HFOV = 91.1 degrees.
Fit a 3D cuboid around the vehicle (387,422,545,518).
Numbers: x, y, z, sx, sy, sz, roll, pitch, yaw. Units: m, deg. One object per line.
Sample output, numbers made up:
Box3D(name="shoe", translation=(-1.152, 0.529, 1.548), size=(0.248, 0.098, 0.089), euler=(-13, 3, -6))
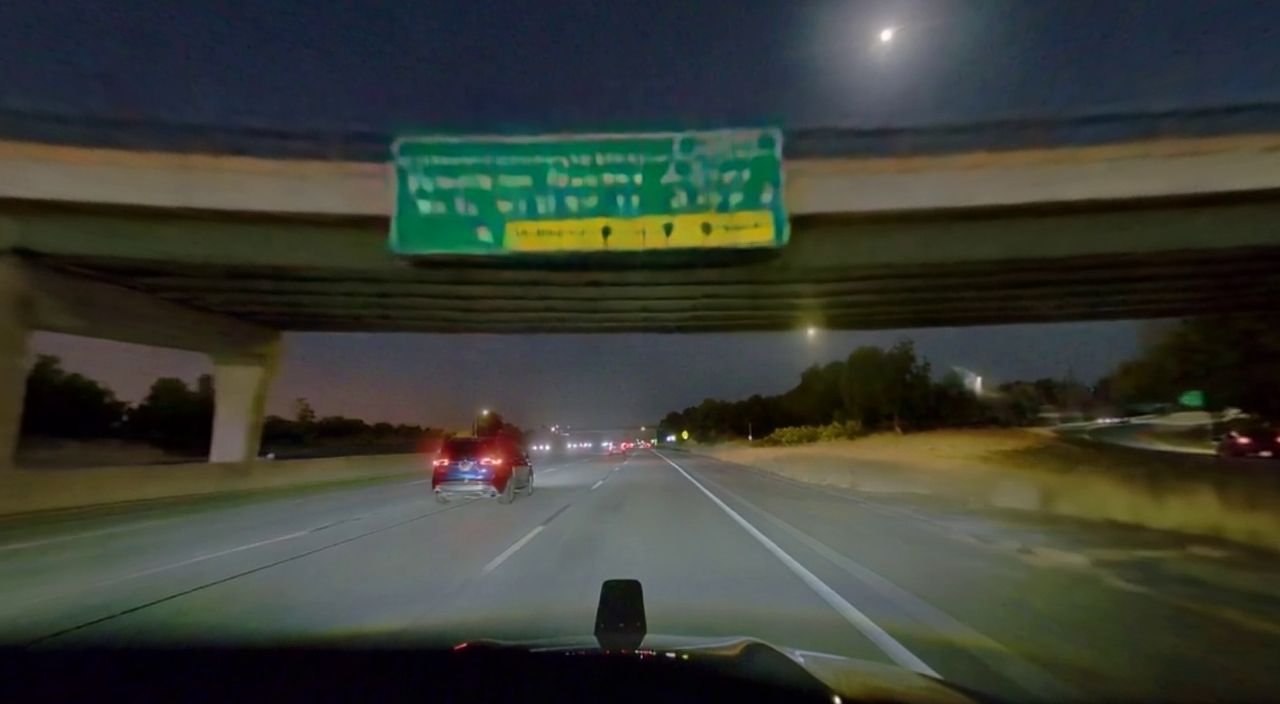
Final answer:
Box3D(name="vehicle", translation=(-3.453, 2.443, 13.482), size=(2.048, 1.705, 4.384), euler=(0, -8, 1))
